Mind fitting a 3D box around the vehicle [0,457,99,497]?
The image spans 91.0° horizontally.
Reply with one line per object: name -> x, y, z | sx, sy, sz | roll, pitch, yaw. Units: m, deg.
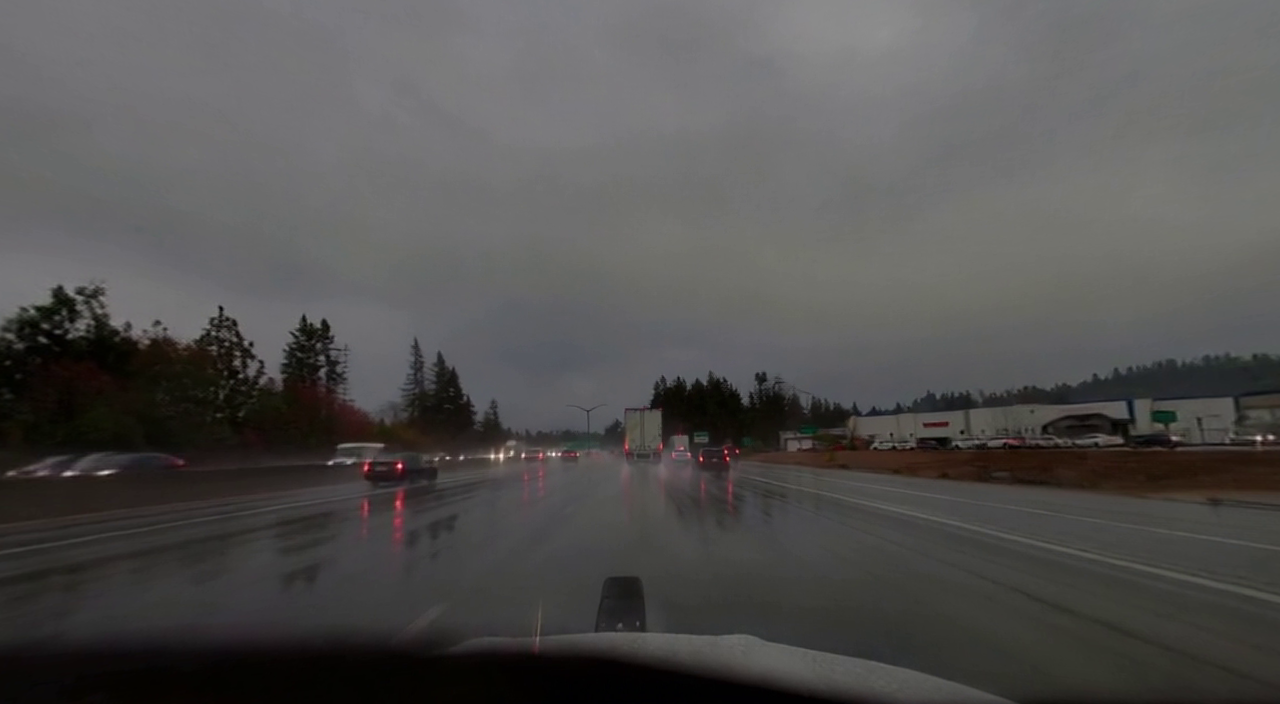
vehicle -> -24.086, 4.945, 25.232 | 1.593, 1.431, 3.593 | 0, -9, -1

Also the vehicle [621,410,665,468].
vehicle -> 0.384, 6.695, 48.141 | 3.012, 3.928, 10.262 | 0, -9, 2

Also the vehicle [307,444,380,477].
vehicle -> -17.322, 6.354, 37.085 | 2.130, 1.783, 4.698 | 0, -9, -2

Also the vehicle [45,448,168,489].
vehicle -> -20.532, 4.475, 24.440 | 1.603, 1.447, 3.570 | 0, -9, 0

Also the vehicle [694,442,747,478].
vehicle -> 4.070, 5.515, 32.417 | 2.107, 1.707, 4.445 | 0, -9, 0

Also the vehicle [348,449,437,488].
vehicle -> -10.645, 5.013, 27.486 | 2.015, 1.521, 4.550 | 0, -9, 1
